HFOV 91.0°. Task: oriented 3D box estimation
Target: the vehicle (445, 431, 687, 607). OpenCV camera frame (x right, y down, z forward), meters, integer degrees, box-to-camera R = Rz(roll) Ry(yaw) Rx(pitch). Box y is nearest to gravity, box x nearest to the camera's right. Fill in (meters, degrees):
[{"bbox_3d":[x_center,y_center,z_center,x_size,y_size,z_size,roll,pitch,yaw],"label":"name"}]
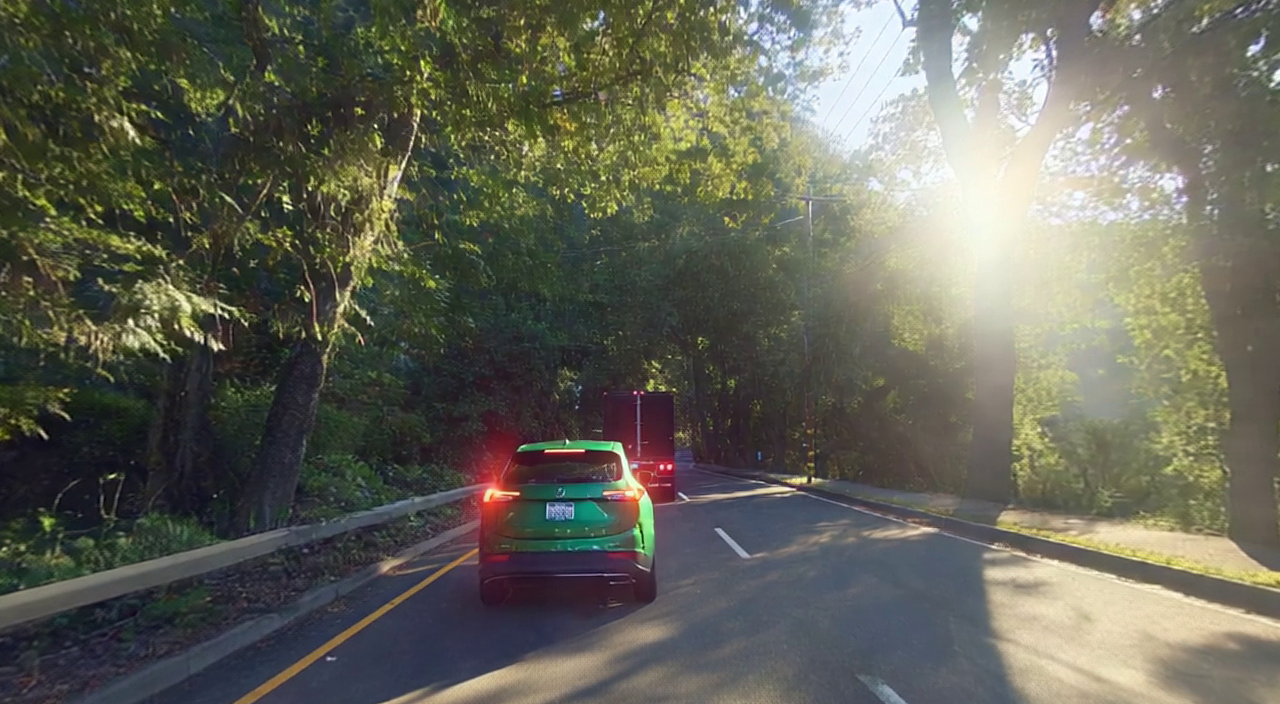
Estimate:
[{"bbox_3d":[-0.626,1.749,7.514,2.076,1.490,4.078,0,-9,0],"label":"vehicle"}]
